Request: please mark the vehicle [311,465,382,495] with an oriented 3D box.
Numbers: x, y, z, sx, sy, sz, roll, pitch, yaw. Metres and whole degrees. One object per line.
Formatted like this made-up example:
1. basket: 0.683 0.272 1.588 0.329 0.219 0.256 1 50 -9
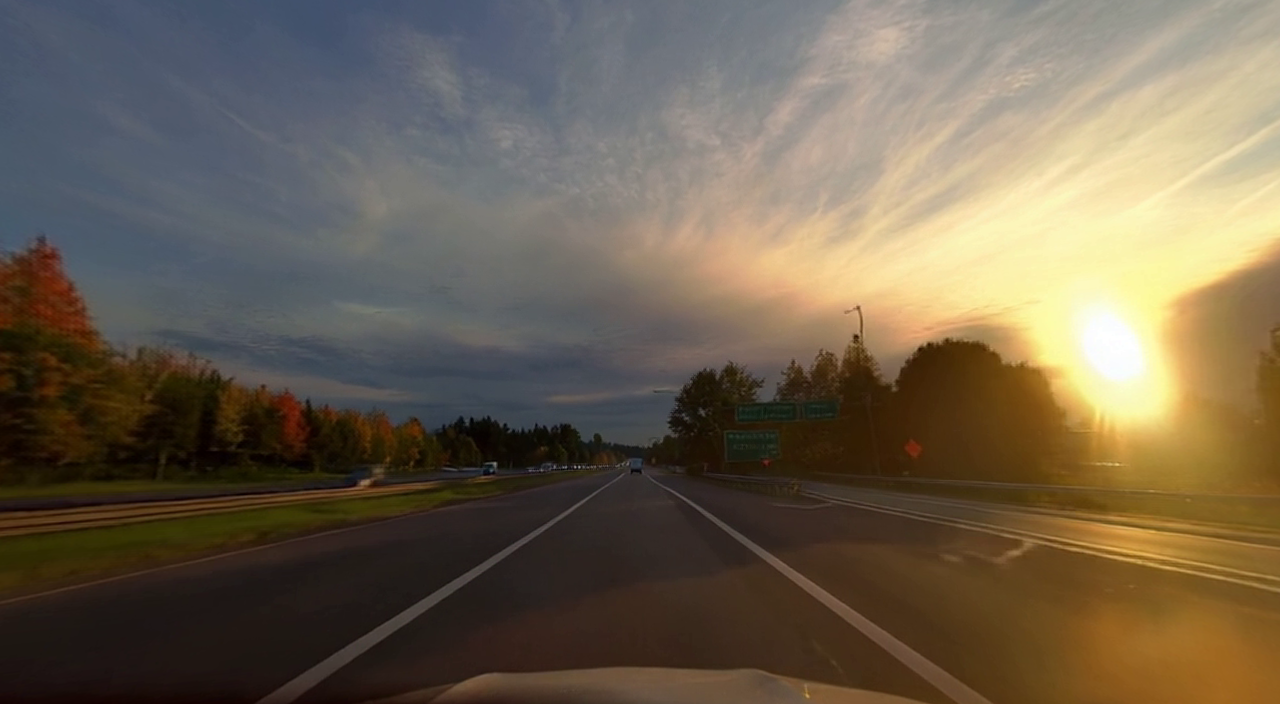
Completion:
1. vehicle: -15.523 6.799 33.534 1.810 1.456 3.959 1 -10 1
